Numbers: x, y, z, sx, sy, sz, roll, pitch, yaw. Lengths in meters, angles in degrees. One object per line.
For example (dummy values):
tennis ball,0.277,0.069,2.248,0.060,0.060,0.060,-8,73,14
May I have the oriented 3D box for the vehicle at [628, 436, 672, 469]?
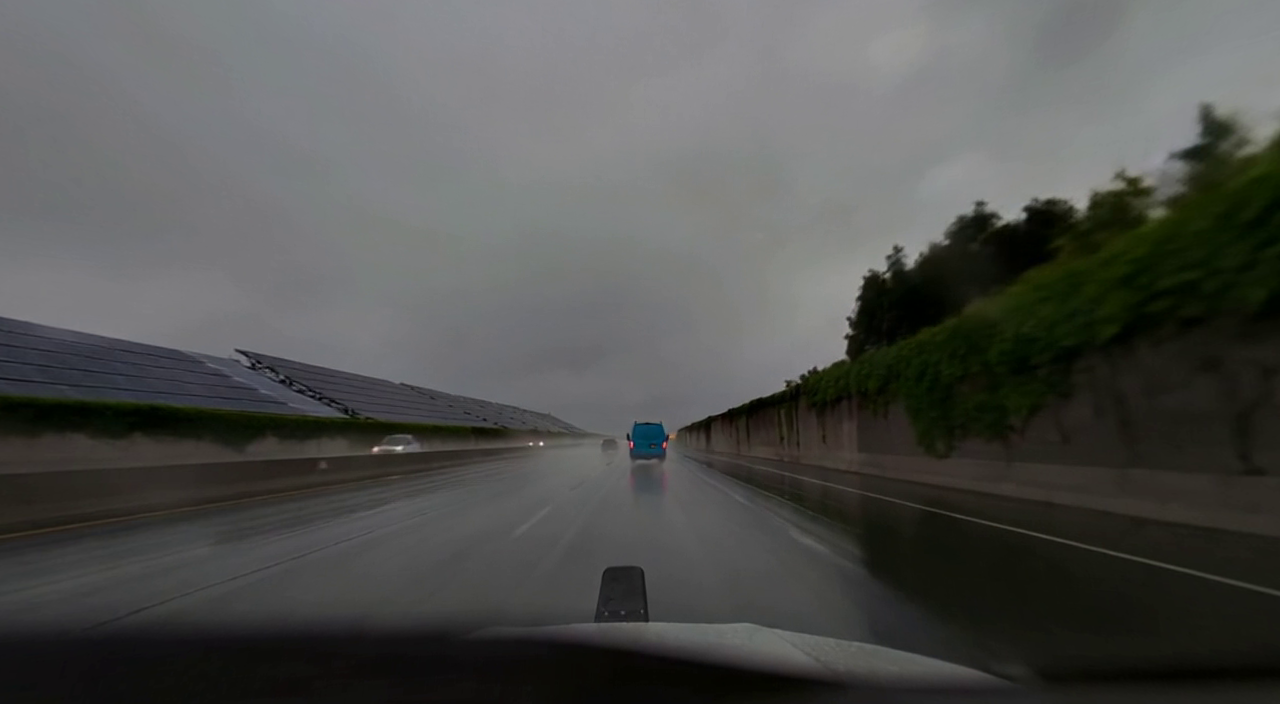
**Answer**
vehicle,0.470,4.904,30.866,1.997,1.484,3.409,0,-8,0
